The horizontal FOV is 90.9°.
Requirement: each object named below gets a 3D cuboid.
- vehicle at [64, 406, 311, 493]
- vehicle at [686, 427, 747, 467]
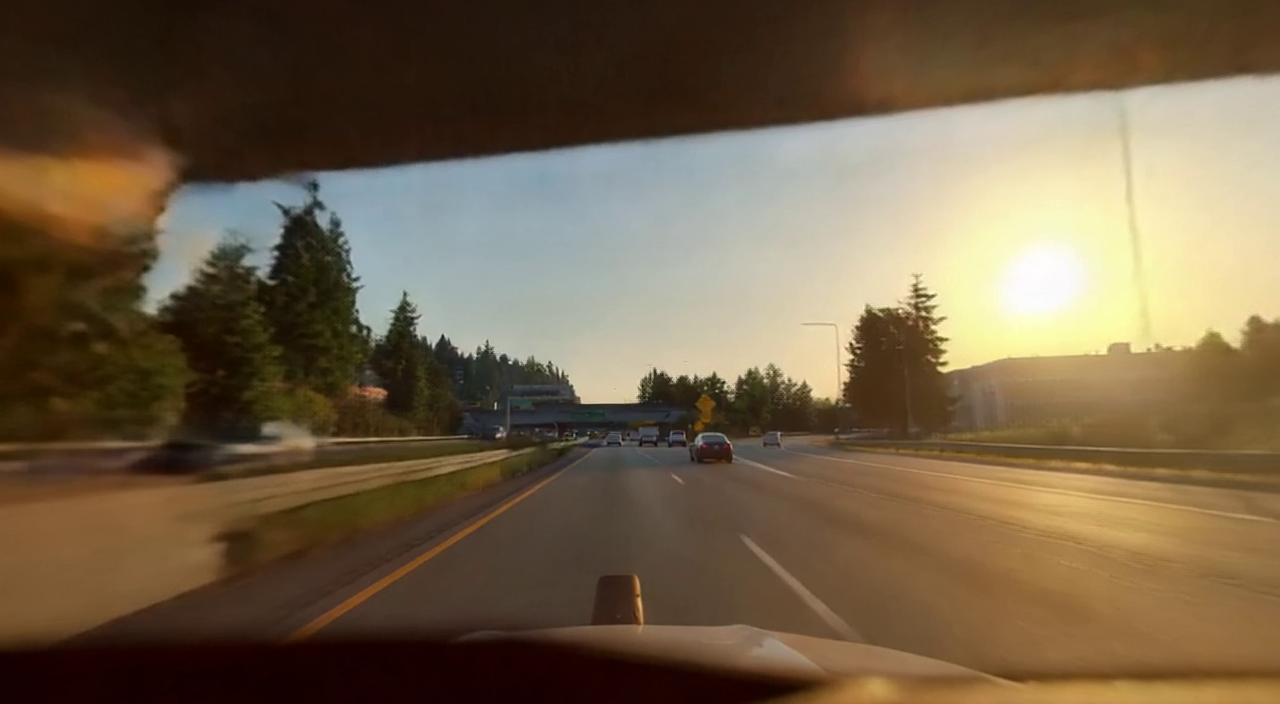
[{"bbox_3d":[-9.235,2.028,13.495,2.011,1.519,4.508,0,-8,-1],"label":"vehicle"},{"bbox_3d":[3.153,4.010,26.806,1.938,1.578,3.764,0,-8,-3],"label":"vehicle"}]
